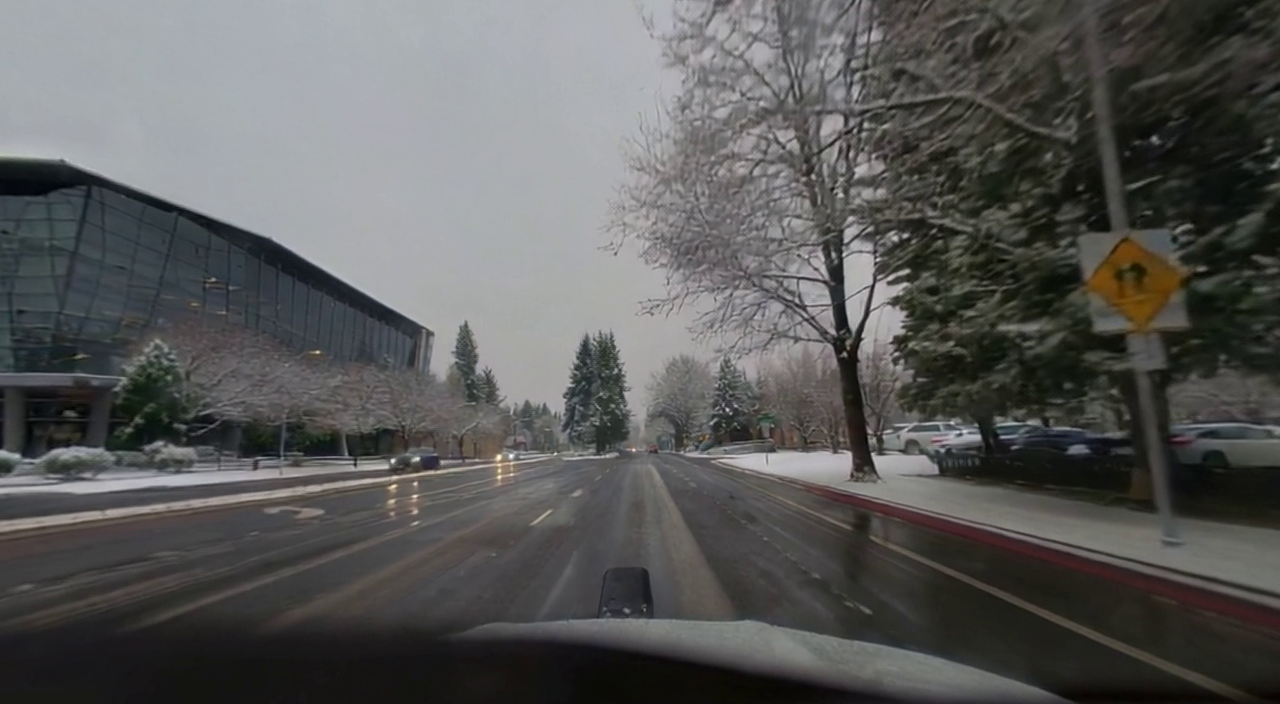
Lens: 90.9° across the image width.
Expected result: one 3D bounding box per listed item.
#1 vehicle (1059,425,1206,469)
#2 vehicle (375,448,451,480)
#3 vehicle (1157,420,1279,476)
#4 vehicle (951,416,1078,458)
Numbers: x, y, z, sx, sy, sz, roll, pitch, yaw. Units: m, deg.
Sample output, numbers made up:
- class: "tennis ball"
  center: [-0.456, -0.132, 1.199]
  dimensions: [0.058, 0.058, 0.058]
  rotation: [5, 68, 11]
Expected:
- class: "vehicle"
  center: [16.389, 3.180, 21.092]
  dimensions: [3.410, 1.368, 1.789]
  rotation: [0, -9, -4]
- class: "vehicle"
  center: [-11.949, 5.916, 33.604]
  dimensions: [2.128, 1.514, 4.784]
  rotation: [-1, -9, 2]
- class: "vehicle"
  center: [16.094, 2.499, 16.647]
  dimensions: [3.313, 1.368, 1.690]
  rotation: [-1, -7, 1]
- class: "vehicle"
  center: [15.389, 3.507, 26.042]
  dimensions: [3.935, 1.487, 2.018]
  rotation: [-2, -7, -2]
